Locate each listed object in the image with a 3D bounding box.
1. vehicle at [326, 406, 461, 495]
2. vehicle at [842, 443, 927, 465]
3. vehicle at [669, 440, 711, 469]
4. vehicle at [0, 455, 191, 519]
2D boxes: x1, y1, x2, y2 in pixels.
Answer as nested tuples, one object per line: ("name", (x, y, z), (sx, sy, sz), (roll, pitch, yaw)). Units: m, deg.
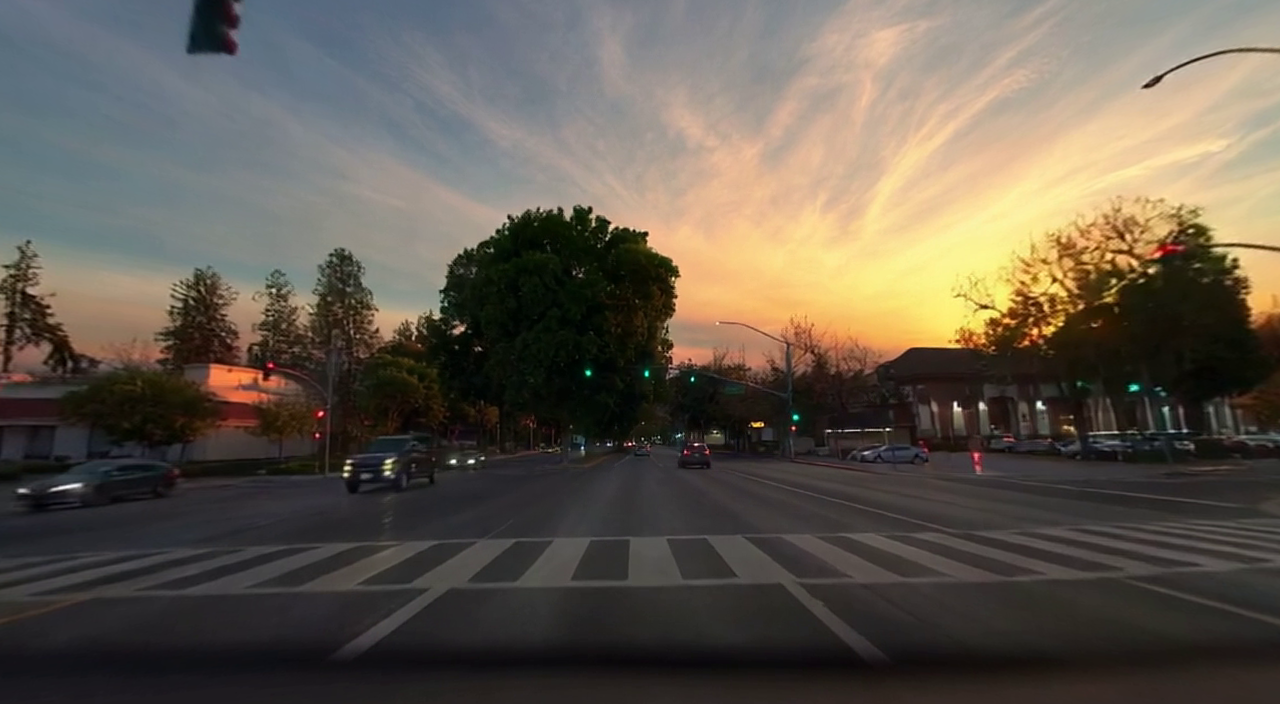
("vehicle", (-8.699, 3.578, 23.187), (2.327, 2.780, 6.498), (0, -8, 0))
("vehicle", (16.887, 7.080, 43.860), (4.828, 1.461, 2.495), (0, -8, 0))
("vehicle", (2.911, 6.124, 37.879), (2.022, 1.643, 4.326), (0, -8, -2))
("vehicle", (-15.455, 3.731, 17.984), (2.086, 1.483, 4.418), (0, -8, 0))
